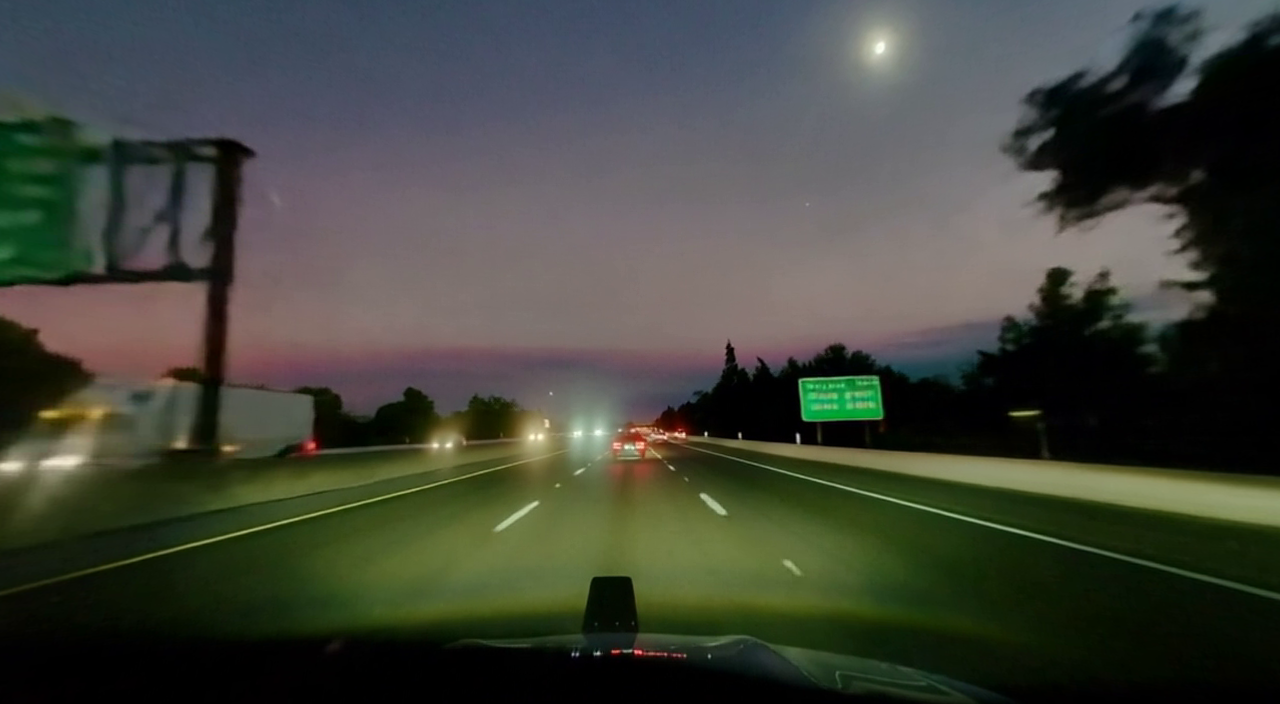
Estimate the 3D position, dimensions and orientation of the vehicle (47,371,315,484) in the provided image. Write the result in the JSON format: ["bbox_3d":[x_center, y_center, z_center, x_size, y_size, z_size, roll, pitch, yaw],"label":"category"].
[{"bbox_3d":[-20.351,3.679,29.958,2.894,4.145,13.279,0,-8,-1],"label":"vehicle"}]

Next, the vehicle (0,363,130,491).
[{"bbox_3d":[-20.232,2.551,21.358,2.961,4.001,3.172,0,-8,0],"label":"vehicle"}]

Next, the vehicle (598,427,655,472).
[{"bbox_3d":[-0.526,3.838,25.067,2.094,1.600,3.666,0,-8,-1],"label":"vehicle"}]
